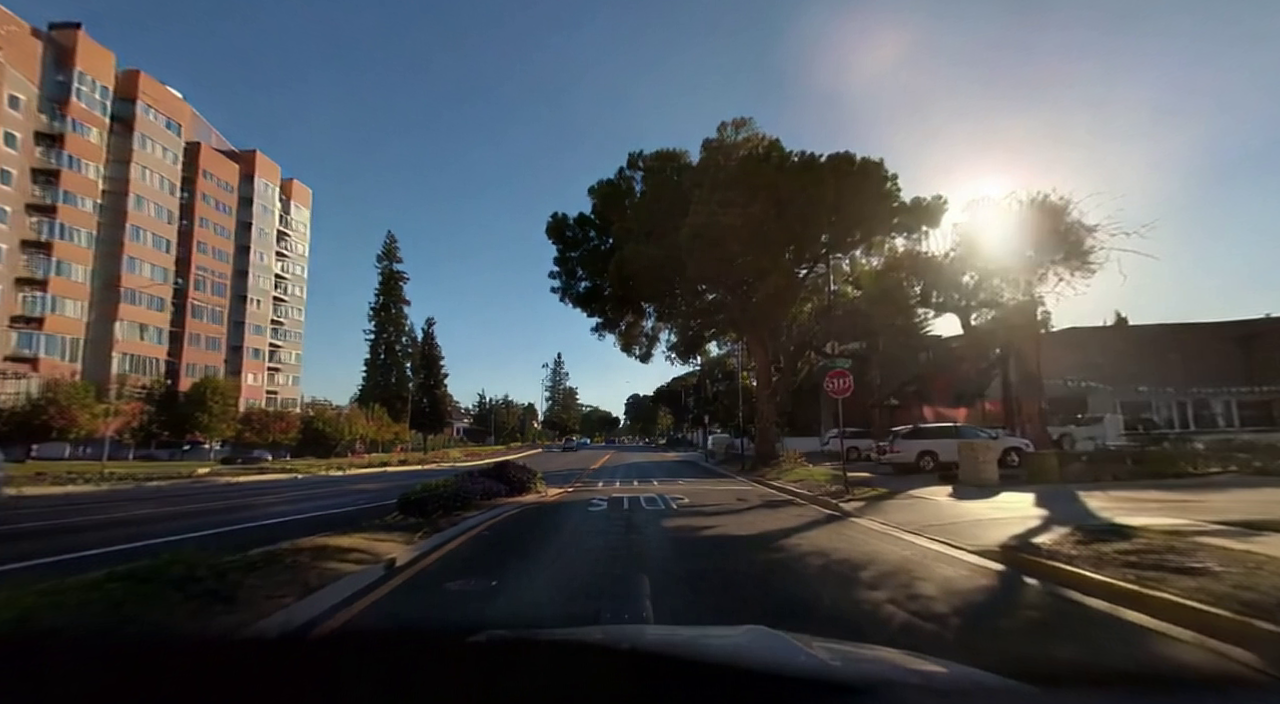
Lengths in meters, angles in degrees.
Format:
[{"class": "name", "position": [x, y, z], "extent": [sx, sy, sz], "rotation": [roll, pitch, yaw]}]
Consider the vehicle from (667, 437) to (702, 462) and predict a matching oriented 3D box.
[{"class": "vehicle", "position": [2.835, 6.302, 40.943], "extent": [1.990, 1.508, 4.123], "rotation": [0, -9, 1]}]

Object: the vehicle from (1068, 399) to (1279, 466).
[{"class": "vehicle", "position": [15.895, 2.421, 18.764], "extent": [4.730, 1.862, 1.987], "rotation": [0, -8, 1]}]

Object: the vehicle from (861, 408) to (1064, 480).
[{"class": "vehicle", "position": [9.529, 2.776, 18.989], "extent": [4.823, 1.667, 2.165], "rotation": [-4, -9, 0]}]
